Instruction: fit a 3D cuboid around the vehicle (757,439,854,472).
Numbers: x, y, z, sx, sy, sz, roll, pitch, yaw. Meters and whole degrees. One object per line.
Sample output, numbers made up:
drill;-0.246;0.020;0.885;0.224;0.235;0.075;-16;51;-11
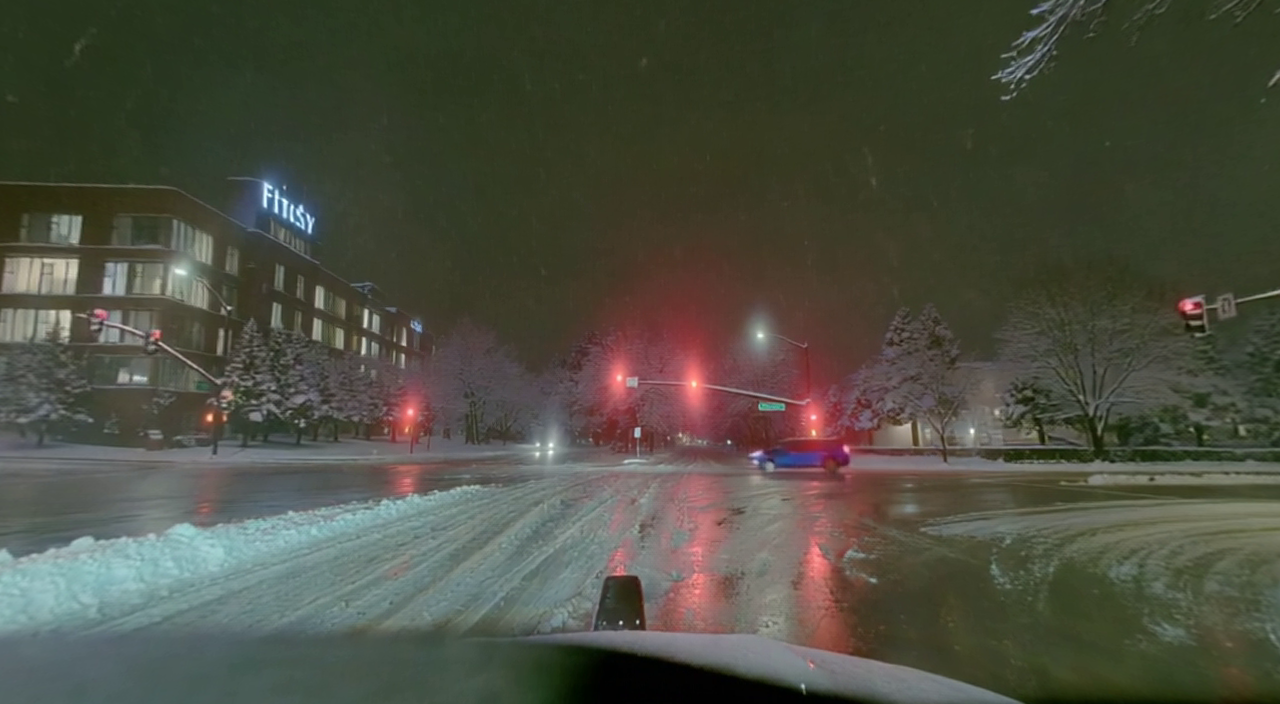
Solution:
vehicle;8.937;5.582;34.306;4.639;1.699;2.030;0;-9;-4
